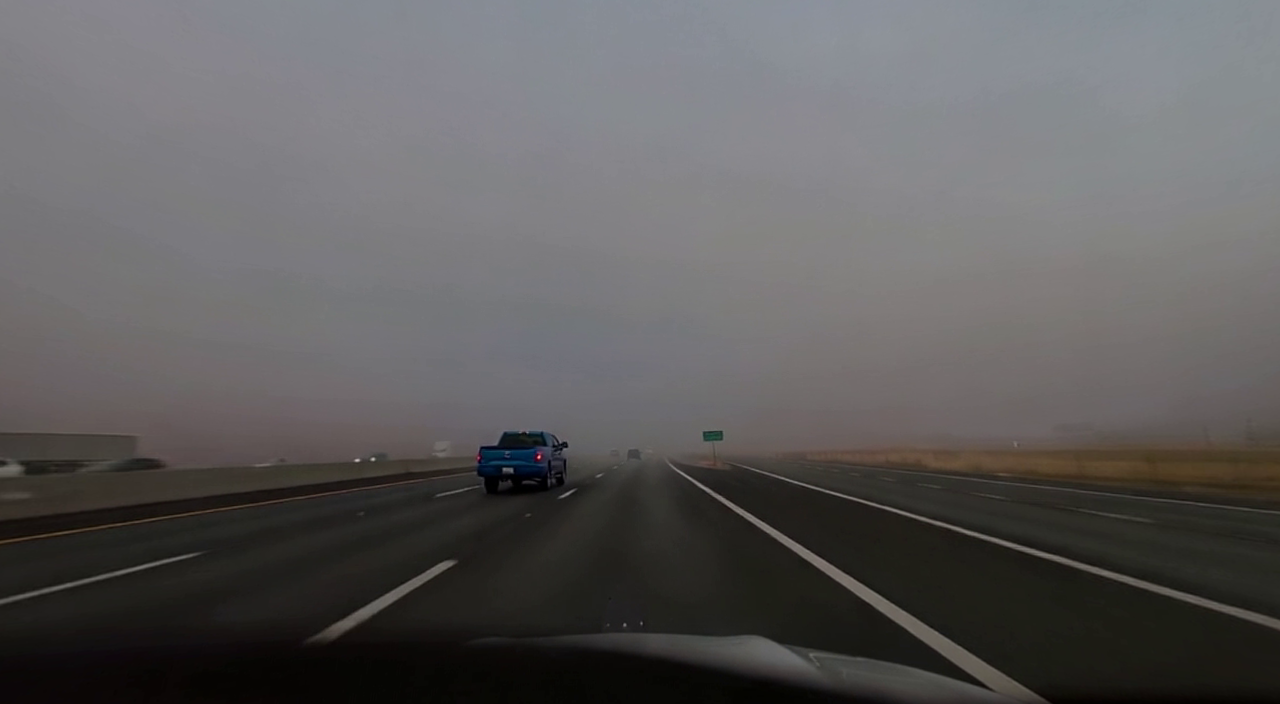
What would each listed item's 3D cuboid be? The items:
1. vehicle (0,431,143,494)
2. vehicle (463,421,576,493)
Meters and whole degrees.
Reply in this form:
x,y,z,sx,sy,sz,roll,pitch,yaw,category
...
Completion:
x,y,z,sx,sy,sz,roll,pitch,yaw,category
-37.171,6.682,38.694,2.775,3.481,12.946,0,-9,0,vehicle
-3.803,3.511,21.368,2.601,2.084,6.068,0,-9,1,vehicle
